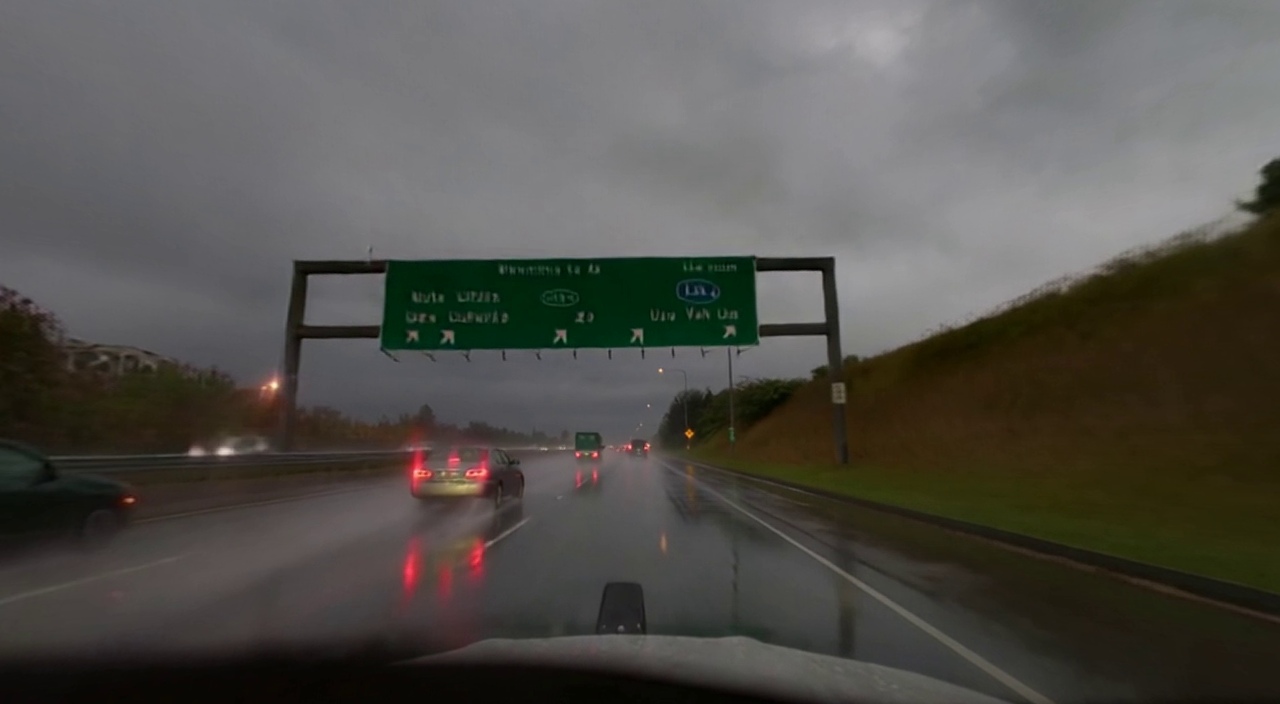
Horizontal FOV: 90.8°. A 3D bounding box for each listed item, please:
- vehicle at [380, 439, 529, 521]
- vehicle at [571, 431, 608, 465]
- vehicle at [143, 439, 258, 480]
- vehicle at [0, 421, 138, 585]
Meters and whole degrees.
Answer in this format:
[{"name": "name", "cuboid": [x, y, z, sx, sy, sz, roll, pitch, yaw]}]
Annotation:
[{"name": "vehicle", "cuboid": [-3.670, 2.603, 13.306, 1.924, 1.436, 3.915, 0, -9, 1]}, {"name": "vehicle", "cuboid": [-3.788, 7.357, 48.266, 2.290, 2.453, 5.561, 0, -9, 1]}, {"name": "vehicle", "cuboid": [-19.457, 4.761, 28.232, 1.900, 1.660, 4.472, 0, -9, 0]}, {"name": "vehicle", "cuboid": [-7.222, 1.378, 5.558, 2.091, 1.558, 4.220, 0, -9, 0]}]
